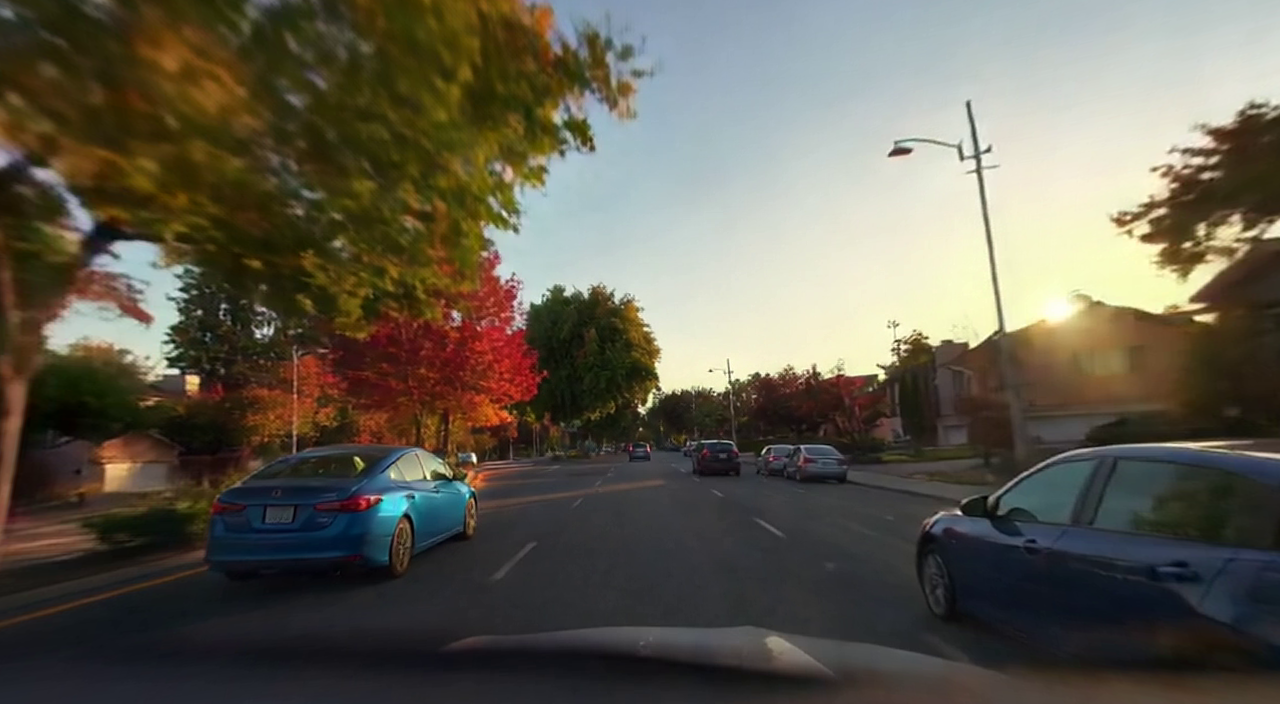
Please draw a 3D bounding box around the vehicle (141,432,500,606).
[{"bbox_3d":[-3.272,1.782,7.746,1.997,1.479,4.547,0,-8,0],"label":"vehicle"}]

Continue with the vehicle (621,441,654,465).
[{"bbox_3d":[-0.159,7.213,45.035,2.293,1.662,4.262,0,-8,0],"label":"vehicle"}]

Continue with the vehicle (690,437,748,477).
[{"bbox_3d":[3.520,4.809,28.932,2.019,1.675,4.488,0,-8,-1],"label":"vehicle"}]

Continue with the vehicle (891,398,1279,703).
[{"bbox_3d":[3.207,1.052,3.134,2.060,1.474,4.475,0,-8,0],"label":"vehicle"}]

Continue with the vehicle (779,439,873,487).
[{"bbox_3d":[7.029,4.240,24.366,2.114,1.628,4.932,0,-8,0],"label":"vehicle"}]
